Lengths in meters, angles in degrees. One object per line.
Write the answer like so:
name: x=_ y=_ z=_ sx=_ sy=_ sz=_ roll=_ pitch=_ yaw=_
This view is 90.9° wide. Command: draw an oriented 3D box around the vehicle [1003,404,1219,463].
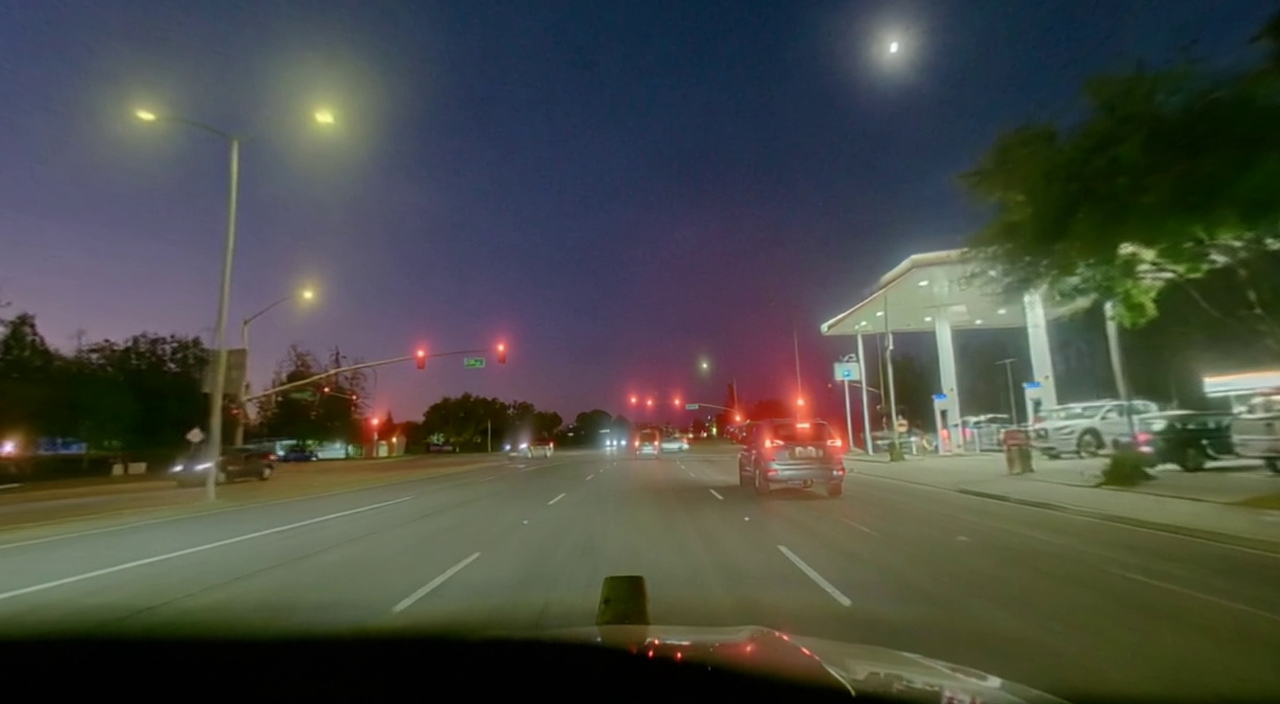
vehicle: x=16.189 y=2.845 z=21.926 sx=5.659 sy=1.947 sz=2.165 roll=0 pitch=-8 yaw=1

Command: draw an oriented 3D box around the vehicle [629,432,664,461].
vehicle: x=0.444 y=5.895 z=39.483 sx=2.067 sy=1.702 sz=3.987 roll=0 pitch=-8 yaw=2

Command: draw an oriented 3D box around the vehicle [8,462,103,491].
vehicle: x=-39.662 y=8.448 z=42.896 sx=4.632 sy=1.454 sz=1.808 roll=2 pitch=-9 yaw=-42

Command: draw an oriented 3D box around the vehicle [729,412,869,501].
vehicle: x=3.528 y=2.441 z=14.949 sx=2.083 sy=1.779 sz=4.347 roll=0 pitch=-8 yaw=-1

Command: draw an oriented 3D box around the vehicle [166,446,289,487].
vehicle: x=-17.996 y=4.985 z=27.812 sx=1.883 sy=1.623 sz=4.588 roll=-1 pitch=-9 yaw=8

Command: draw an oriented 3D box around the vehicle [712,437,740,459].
vehicle: x=5.806 y=6.558 z=43.009 sx=1.719 sy=1.420 sz=4.007 roll=-1 pitch=-8 yaw=6

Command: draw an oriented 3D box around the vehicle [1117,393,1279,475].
vehicle: x=16.239 y=2.107 z=16.939 sx=5.066 sy=1.770 sz=2.080 roll=-5 pitch=-7 yaw=-2

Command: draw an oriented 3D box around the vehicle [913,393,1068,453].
vehicle: x=16.487 y=3.423 z=29.897 sx=5.790 sy=2.675 sz=2.554 roll=1 pitch=-8 yaw=-4

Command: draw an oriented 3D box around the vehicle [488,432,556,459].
vehicle: x=-9.158 y=7.347 z=49.479 sx=2.191 sy=1.984 sz=5.431 roll=-5 pitch=-10 yaw=31
